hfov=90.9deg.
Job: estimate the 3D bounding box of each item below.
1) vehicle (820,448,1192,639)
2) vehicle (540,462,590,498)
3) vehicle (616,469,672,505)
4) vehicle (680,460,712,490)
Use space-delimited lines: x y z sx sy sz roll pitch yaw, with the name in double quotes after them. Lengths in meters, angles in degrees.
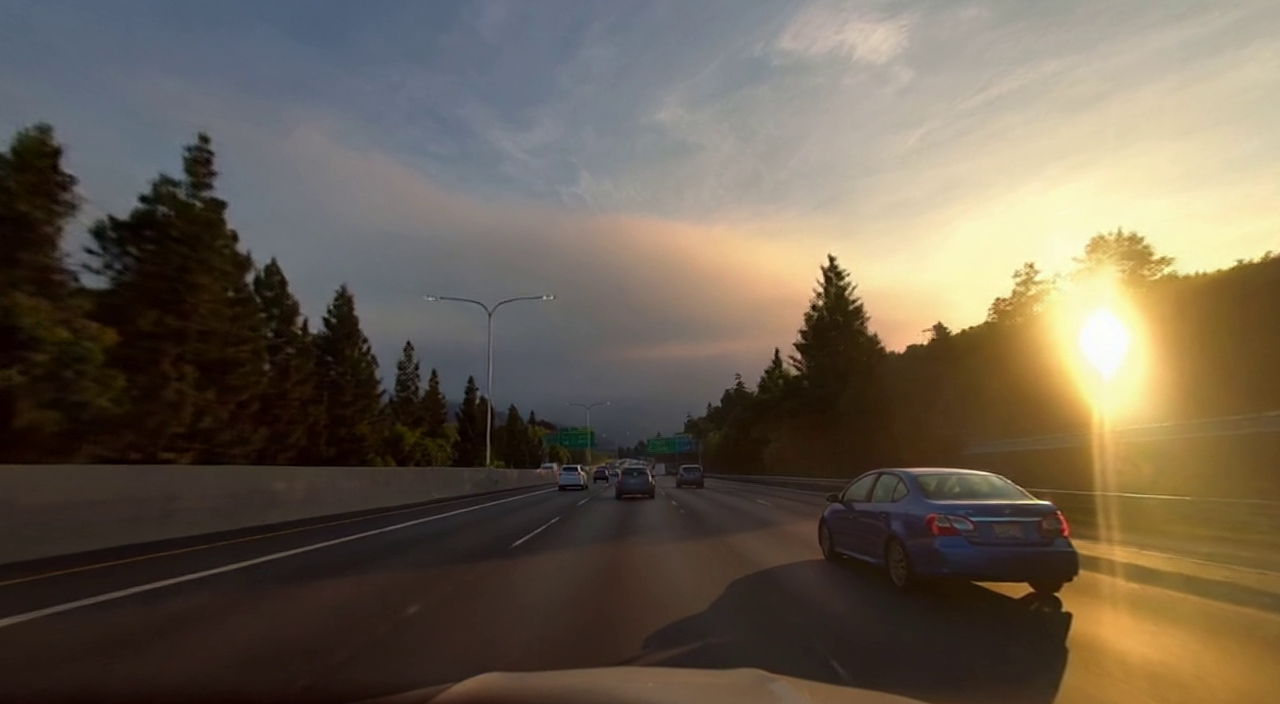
3.641 1.970 7.273 1.938 1.561 3.786 1 -10 -1 "vehicle"
-3.840 6.692 33.056 2.021 1.706 4.247 1 -10 1 "vehicle"
0.188 5.837 27.542 2.241 1.425 3.973 1 -10 0 "vehicle"
4.243 9.423 48.526 2.030 2.172 3.621 1 -10 -2 "vehicle"
